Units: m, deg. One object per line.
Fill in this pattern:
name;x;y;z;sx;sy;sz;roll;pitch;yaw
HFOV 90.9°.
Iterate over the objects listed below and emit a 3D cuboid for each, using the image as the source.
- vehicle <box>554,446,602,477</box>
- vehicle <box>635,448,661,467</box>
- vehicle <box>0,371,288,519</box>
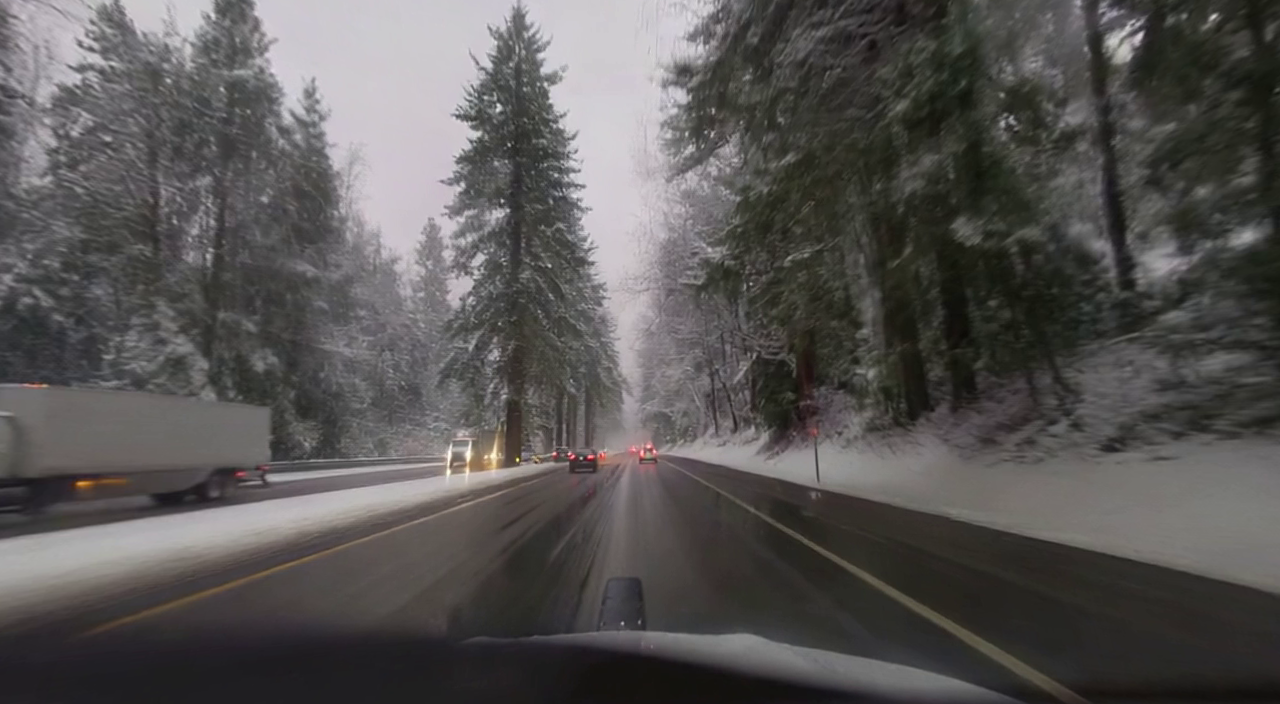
vehicle;-3.139;5.656;32.807;2.112;1.498;4.117;0;-9;0
vehicle;0.594;8.309;49.591;1.989;1.402;3.831;0;-9;-1
vehicle;-18.902;3.610;24.105;2.834;4.025;13.898;0;-9;0
